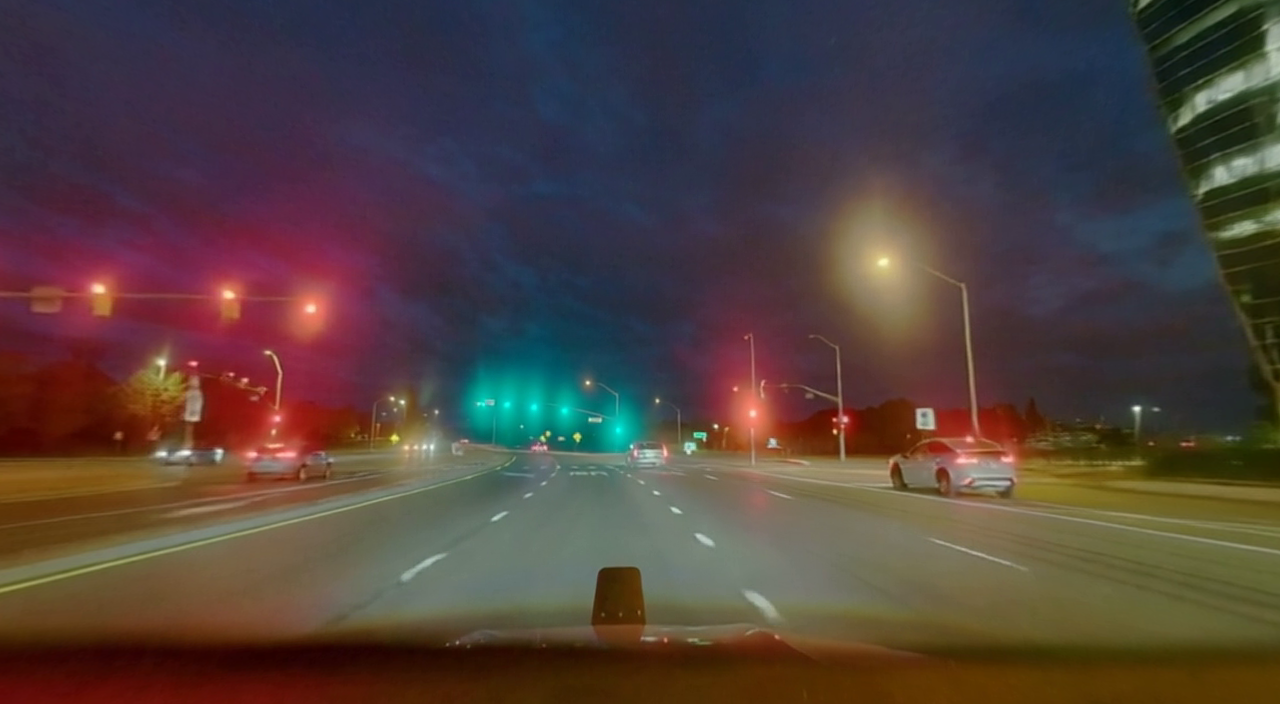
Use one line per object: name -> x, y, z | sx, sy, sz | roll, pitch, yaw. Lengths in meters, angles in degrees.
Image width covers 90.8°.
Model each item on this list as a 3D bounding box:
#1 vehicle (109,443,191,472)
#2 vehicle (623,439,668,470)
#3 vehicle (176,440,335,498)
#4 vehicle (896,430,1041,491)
vehicle -> -30.055, 6.468, 38.931 | 1.873, 1.627, 4.459 | 1, -9, -8
vehicle -> 0.251, 6.015, 37.324 | 2.024, 1.724, 3.928 | 1, -9, -8
vehicle -> -12.169, 3.699, 20.469 | 2.399, 1.624, 4.585 | 0, -9, -3
vehicle -> 10.461, 3.488, 20.637 | 2.130, 1.741, 4.665 | 0, -9, -1
